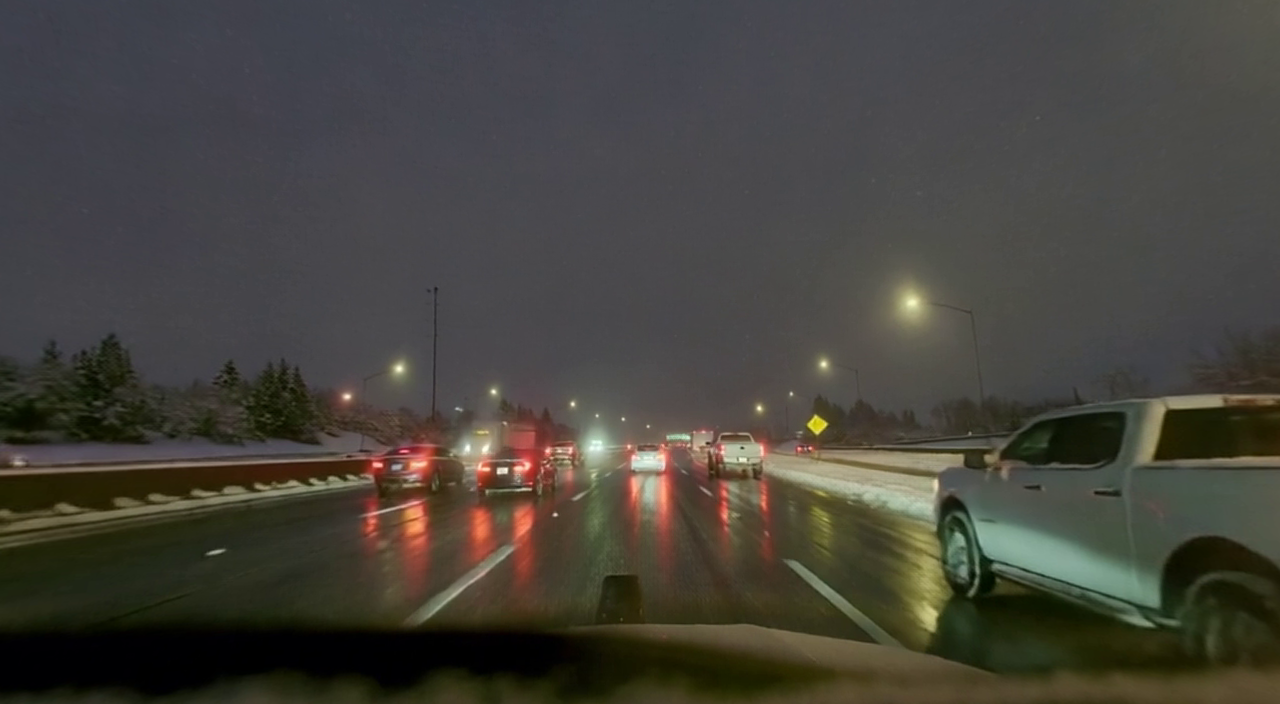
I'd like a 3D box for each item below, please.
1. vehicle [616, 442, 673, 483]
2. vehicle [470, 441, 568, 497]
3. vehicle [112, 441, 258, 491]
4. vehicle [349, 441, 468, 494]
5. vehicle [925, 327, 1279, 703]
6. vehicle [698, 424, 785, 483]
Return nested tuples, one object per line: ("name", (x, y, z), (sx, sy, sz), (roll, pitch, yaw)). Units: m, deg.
("vehicle", (0.219, 4.372, 25.162), (2.071, 1.478, 4.130), (0, -9, 1))
("vehicle", (-3.520, 3.507, 19.223), (1.996, 1.488, 4.451), (0, -9, 2))
("vehicle", (-15.795, 3.957, 22.183), (1.880, 1.565, 4.171), (0, -9, 2))
("vehicle", (-7.381, 3.716, 20.628), (2.065, 1.519, 4.491), (0, -9, 2))
("vehicle", (3.648, 0.952, 3.595), (2.045, 1.768, 4.249), (0, -9, 0))
("vehicle", (4.082, 4.286, 26.734), (2.802, 2.151, 6.579), (0, -9, 2))
